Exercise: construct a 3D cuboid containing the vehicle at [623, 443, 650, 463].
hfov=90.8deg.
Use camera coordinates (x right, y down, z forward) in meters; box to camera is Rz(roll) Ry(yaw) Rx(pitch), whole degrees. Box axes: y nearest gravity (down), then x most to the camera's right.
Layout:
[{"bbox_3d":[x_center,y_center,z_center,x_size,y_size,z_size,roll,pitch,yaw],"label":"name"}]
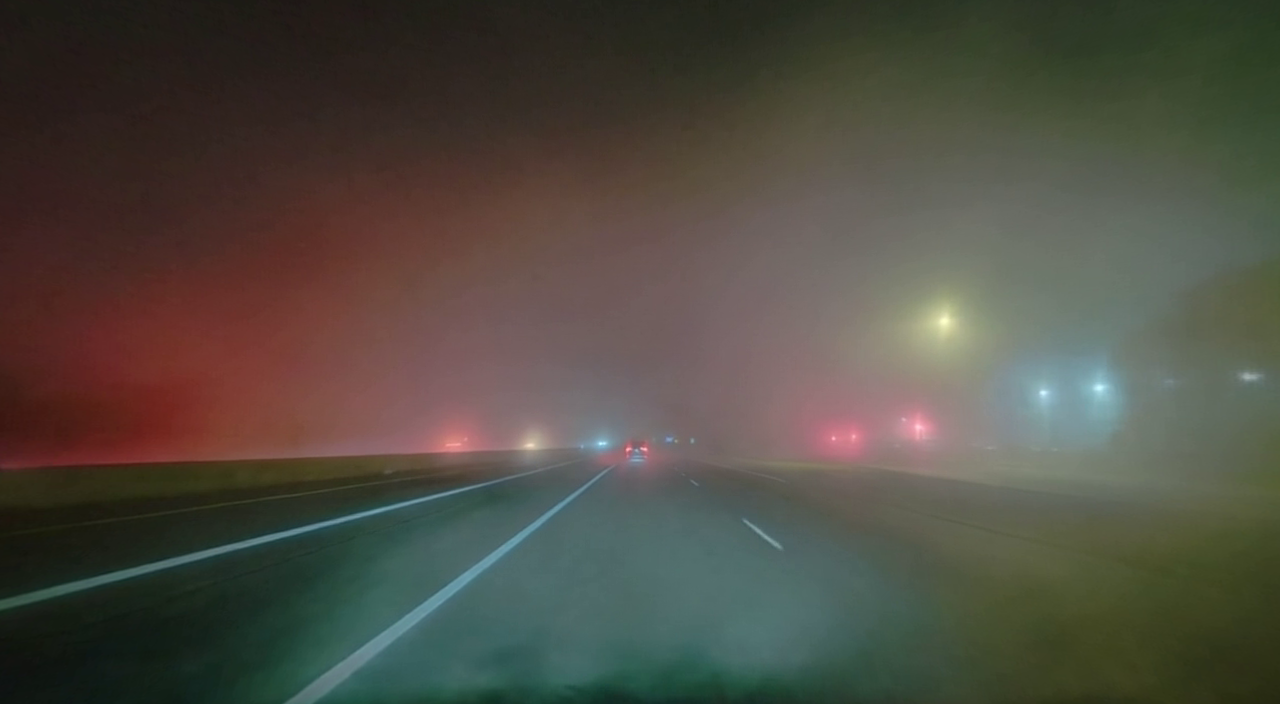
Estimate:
[{"bbox_3d":[-0.292,7.778,48.592,2.025,1.460,4.189,0,-8,-1],"label":"vehicle"}]
